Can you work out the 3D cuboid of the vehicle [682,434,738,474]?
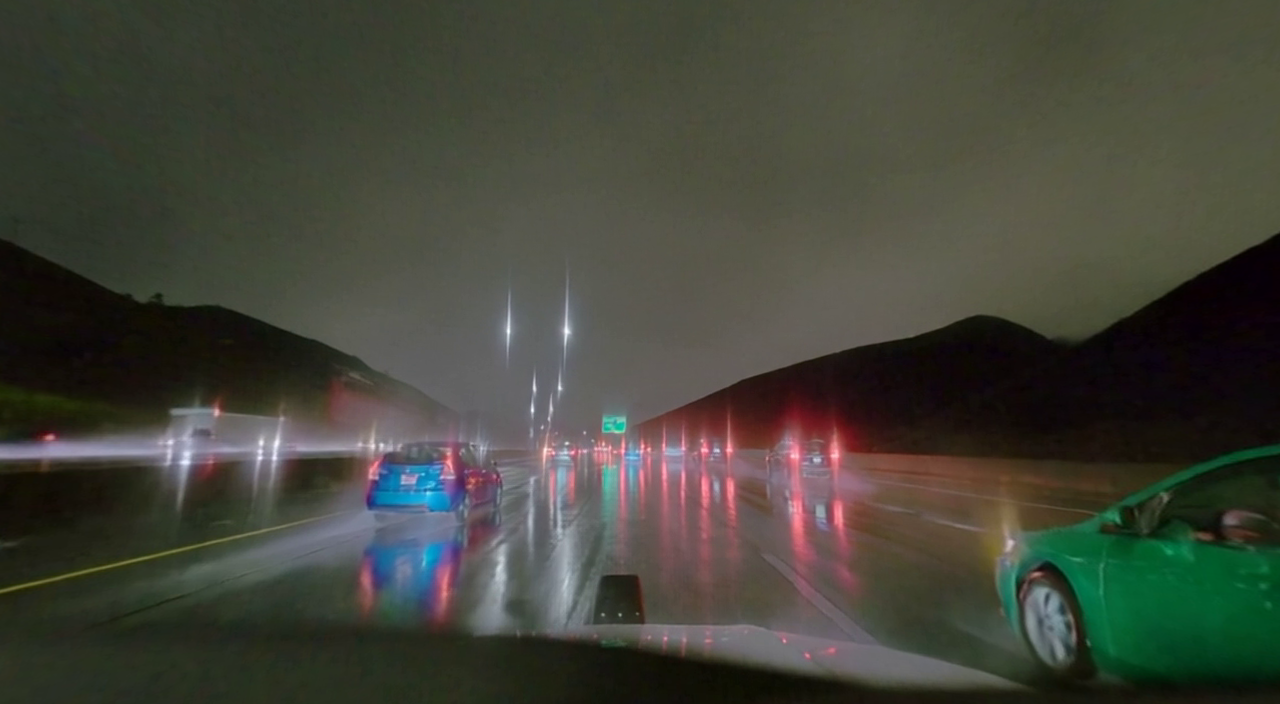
[{"bbox_3d":[3.385,5.067,31.439,2.222,1.820,4.733,0,-9,-1],"label":"vehicle"}]

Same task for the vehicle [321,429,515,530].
[{"bbox_3d":[-3.779,2.247,11.668,1.993,1.500,4.248,0,-9,1],"label":"vehicle"}]

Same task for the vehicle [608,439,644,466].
[{"bbox_3d":[-0.841,6.199,38.942,2.147,1.572,4.094,0,-9,-1],"label":"vehicle"}]

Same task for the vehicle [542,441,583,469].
[{"bbox_3d":[-4.219,5.665,34.738,1.796,1.464,3.839,0,-9,-1],"label":"vehicle"}]

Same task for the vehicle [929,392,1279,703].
[{"bbox_3d":[3.368,0.956,2.543,2.136,1.511,4.706,0,-9,0],"label":"vehicle"}]
